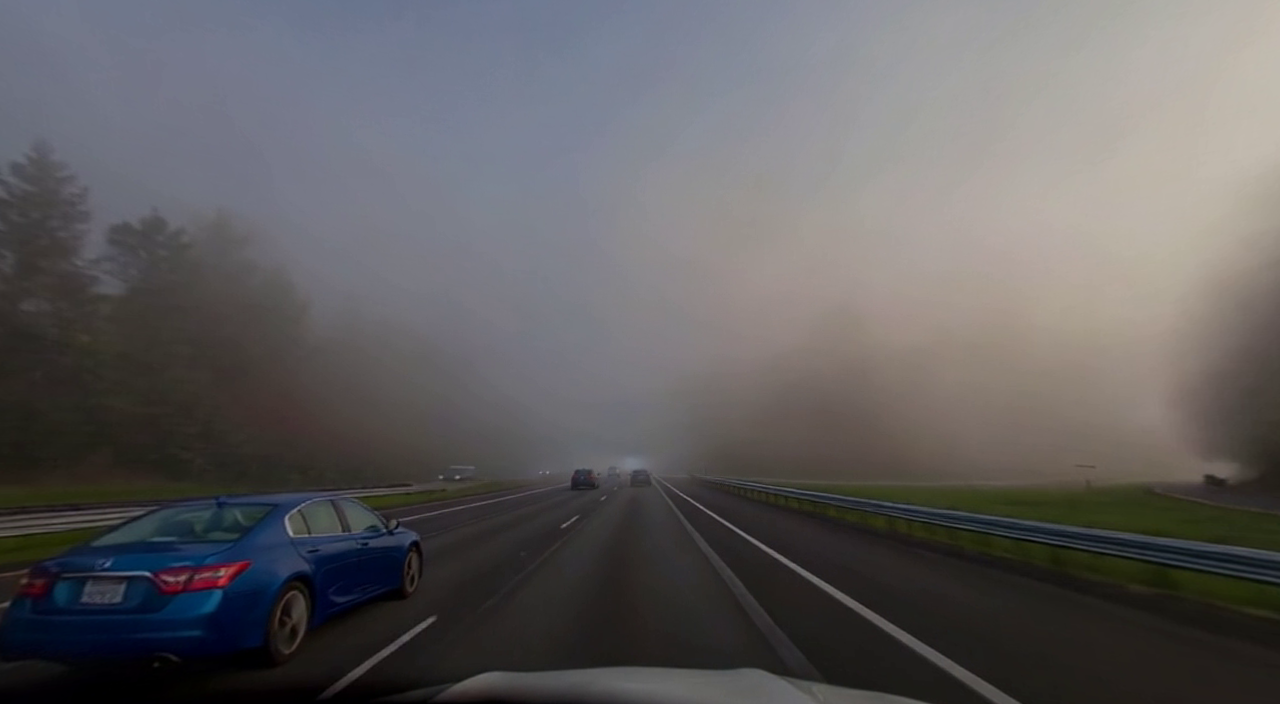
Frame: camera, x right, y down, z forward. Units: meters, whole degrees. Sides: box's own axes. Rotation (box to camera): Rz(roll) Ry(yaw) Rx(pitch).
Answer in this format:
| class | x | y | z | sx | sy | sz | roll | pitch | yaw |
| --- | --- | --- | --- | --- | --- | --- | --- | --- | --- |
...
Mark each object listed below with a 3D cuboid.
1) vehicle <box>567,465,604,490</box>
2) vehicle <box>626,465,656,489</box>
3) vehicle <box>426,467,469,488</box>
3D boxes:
| class | x | y | z | sx | sy | sz | roll | pitch | yaw |
| --- | --- | --- | --- | --- | --- | --- | --- | --- | --- |
| vehicle | -3.527 | 8.251 | 41.492 | 2.047 | 1.523 | 4.279 | 1 | -11 | 1 |
| vehicle | 0.101 | 8.999 | 45.444 | 2.065 | 1.596 | 3.869 | 1 | -11 | 1 |
| vehicle | -15.103 | 9.856 | 49.599 | 1.869 | 1.555 | 4.274 | 0 | -11 | 2 |
